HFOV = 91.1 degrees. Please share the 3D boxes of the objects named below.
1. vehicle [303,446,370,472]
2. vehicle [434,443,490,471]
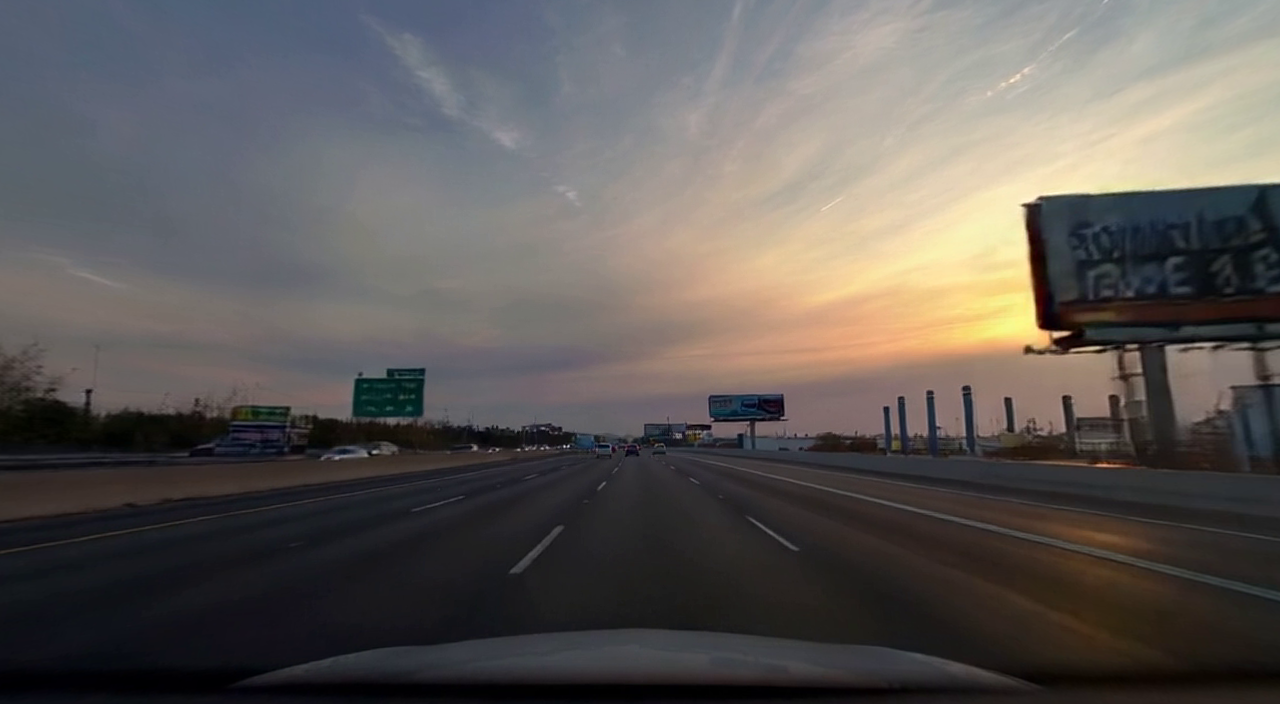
[{"bbox_3d":[-19.178,6.731,39.888,1.971,1.522,4.463,0,-8,0],"label":"vehicle"},{"bbox_3d":[-10.351,6.115,36.918,1.974,1.513,4.584,0,-8,0],"label":"vehicle"}]
